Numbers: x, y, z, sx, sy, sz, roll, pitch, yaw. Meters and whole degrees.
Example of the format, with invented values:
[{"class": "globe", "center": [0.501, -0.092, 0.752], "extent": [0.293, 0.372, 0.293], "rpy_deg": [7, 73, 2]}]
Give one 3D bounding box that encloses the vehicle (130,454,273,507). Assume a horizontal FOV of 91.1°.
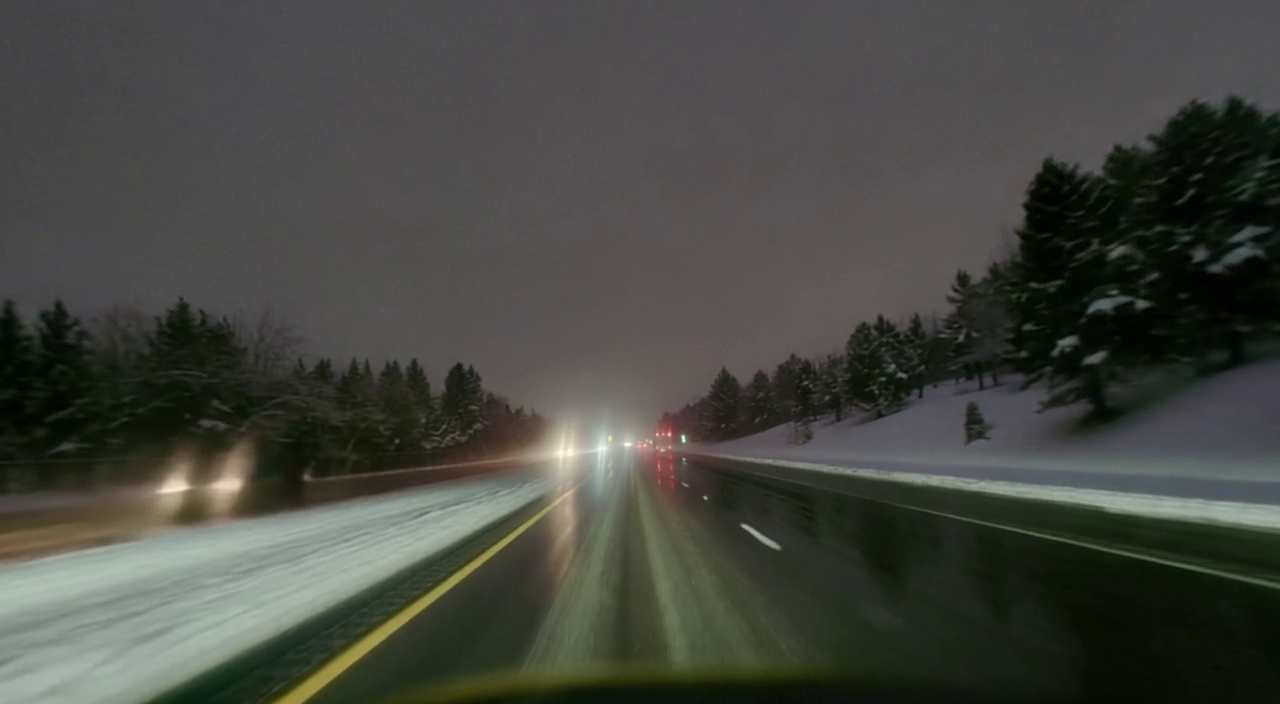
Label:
[{"class": "vehicle", "center": [-13.349, 3.887, 19.435], "extent": [1.743, 1.434, 3.709], "rpy_deg": [0, -9, -1]}]
